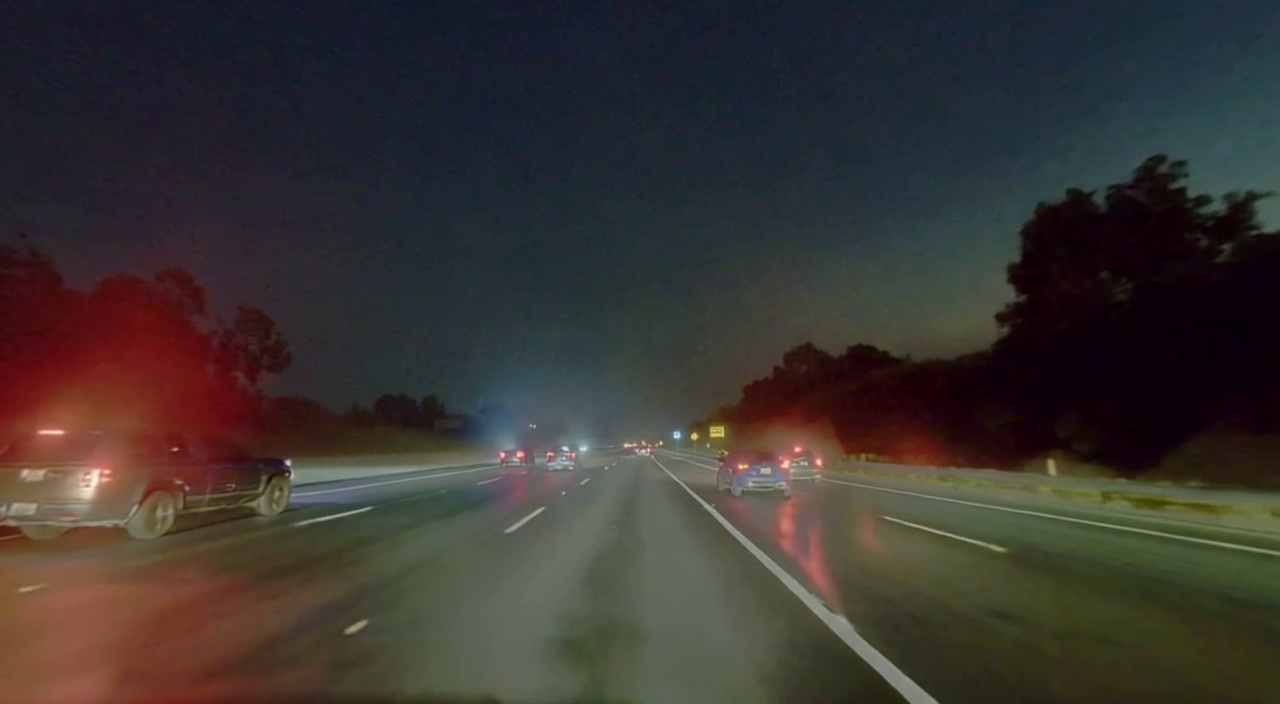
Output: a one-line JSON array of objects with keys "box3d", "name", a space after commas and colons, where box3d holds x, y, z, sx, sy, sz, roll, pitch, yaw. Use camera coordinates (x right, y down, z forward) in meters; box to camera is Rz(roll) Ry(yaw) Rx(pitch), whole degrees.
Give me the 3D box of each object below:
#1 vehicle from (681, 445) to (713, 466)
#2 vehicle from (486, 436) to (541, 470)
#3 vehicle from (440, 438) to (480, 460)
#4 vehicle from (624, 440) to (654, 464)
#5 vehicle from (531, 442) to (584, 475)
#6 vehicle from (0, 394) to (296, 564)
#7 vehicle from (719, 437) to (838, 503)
[{"box3d": [4.200, 7.665, 46.866, 1.944, 1.465, 4.245, 0, -9, -1], "name": "vehicle"}, {"box3d": [-7.112, 5.729, 35.889, 2.111, 1.811, 4.391, 0, -9, 1], "name": "vehicle"}, {"box3d": [-13.597, 7.345, 47.734, 1.763, 1.538, 3.860, 0, -9, 2], "name": "vehicle"}, {"box3d": [-0.101, 7.448, 46.824, 2.158, 1.706, 4.219, 0, -9, 0], "name": "vehicle"}, {"box3d": [-3.967, 5.219, 30.953, 2.071, 1.478, 4.130, 0, -9, 0], "name": "vehicle"}, {"box3d": [-7.403, 1.733, 9.209, 2.142, 1.849, 4.566, 0, -9, -1], "name": "vehicle"}, {"box3d": [3.483, 3.083, 16.841, 2.141, 1.507, 4.510, 0, -9, 0], "name": "vehicle"}]
